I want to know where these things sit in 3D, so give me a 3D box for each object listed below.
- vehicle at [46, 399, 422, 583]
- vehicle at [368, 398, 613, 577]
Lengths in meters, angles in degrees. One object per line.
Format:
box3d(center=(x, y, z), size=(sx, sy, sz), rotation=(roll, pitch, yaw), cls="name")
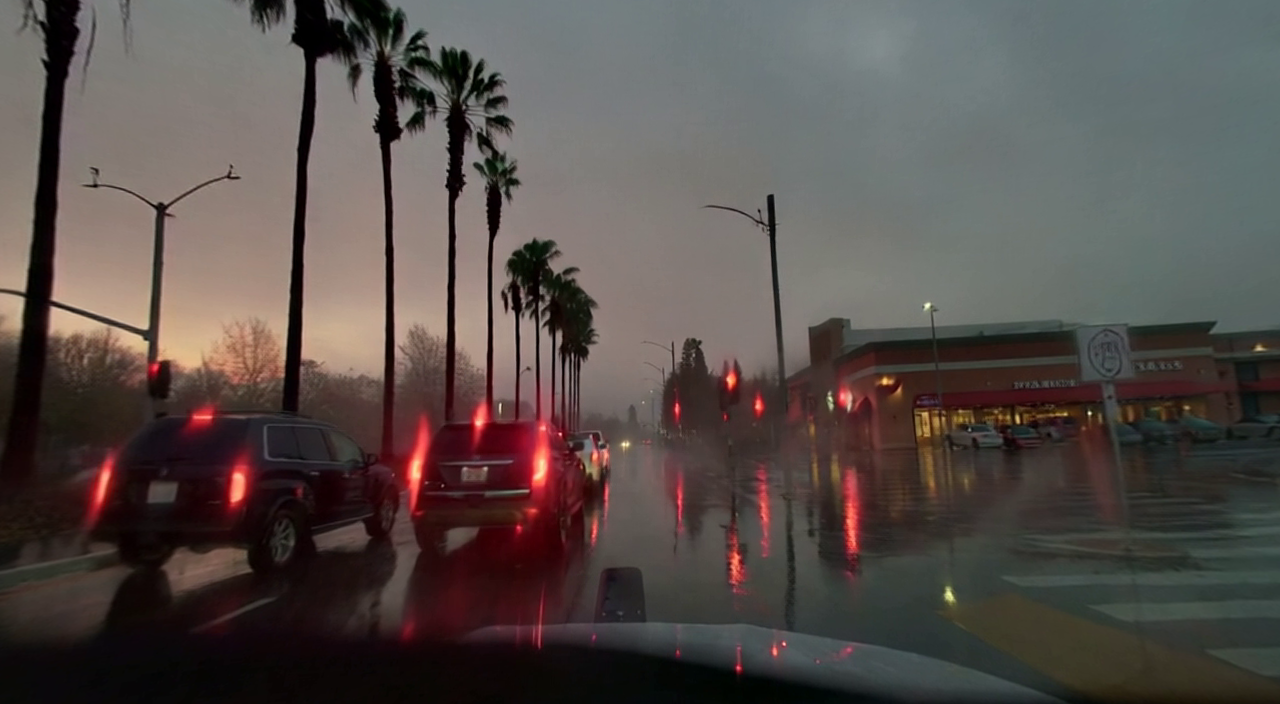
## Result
box3d(center=(-5.017, 1.791, 8.958), size=(2.025, 1.862, 4.804), rotation=(0, -9, 1), cls="vehicle")
box3d(center=(-1.576, 1.667, 8.494), size=(2.153, 1.759, 4.320), rotation=(0, -9, 1), cls="vehicle")
